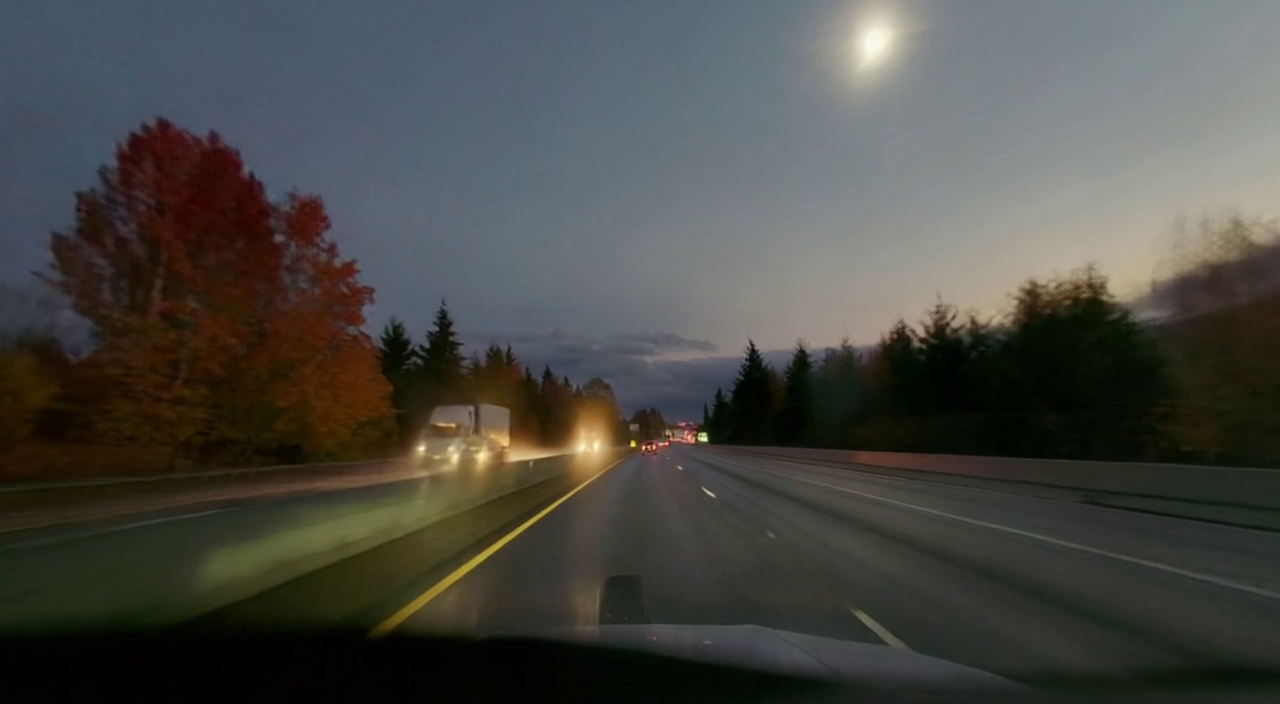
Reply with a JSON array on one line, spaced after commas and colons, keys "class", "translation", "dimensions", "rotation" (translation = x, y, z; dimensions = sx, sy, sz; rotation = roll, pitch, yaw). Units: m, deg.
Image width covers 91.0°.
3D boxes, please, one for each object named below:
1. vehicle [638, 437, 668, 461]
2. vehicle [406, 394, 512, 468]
[{"class": "vehicle", "translation": [0.855, 6.556, 42.549], "dimensions": [1.924, 1.498, 3.817], "rotation": [0, -8, 0]}, {"class": "vehicle", "translation": [-11.402, 5.332, 41.474], "dimensions": [2.982, 4.126, 12.745], "rotation": [0, -8, 1]}]
